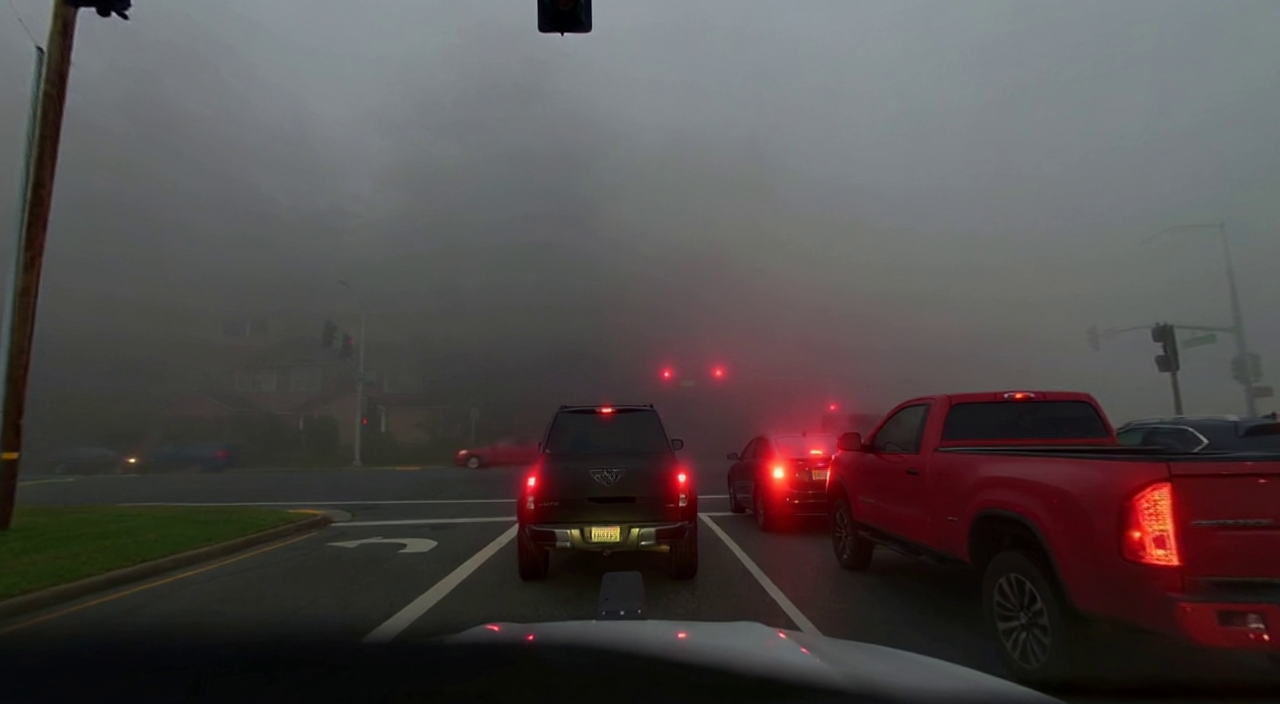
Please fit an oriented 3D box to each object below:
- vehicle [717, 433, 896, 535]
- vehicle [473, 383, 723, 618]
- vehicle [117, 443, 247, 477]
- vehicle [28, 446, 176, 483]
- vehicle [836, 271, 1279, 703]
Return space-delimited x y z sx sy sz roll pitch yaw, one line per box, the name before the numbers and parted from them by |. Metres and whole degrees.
vehicle | 2.721 2.263 11.527 1.952 1.465 4.421 0 -8 -2
vehicle | -0.272 1.382 6.614 1.915 1.780 3.379 0 -8 2
vehicle | -22.107 5.203 30.666 4.718 1.530 1.747 1 -8 -9
vehicle | -22.904 4.784 27.062 4.533 1.350 1.714 0 -7 -9
vehicle | 2.985 0.939 3.872 1.886 1.849 5.070 0 -8 -1
